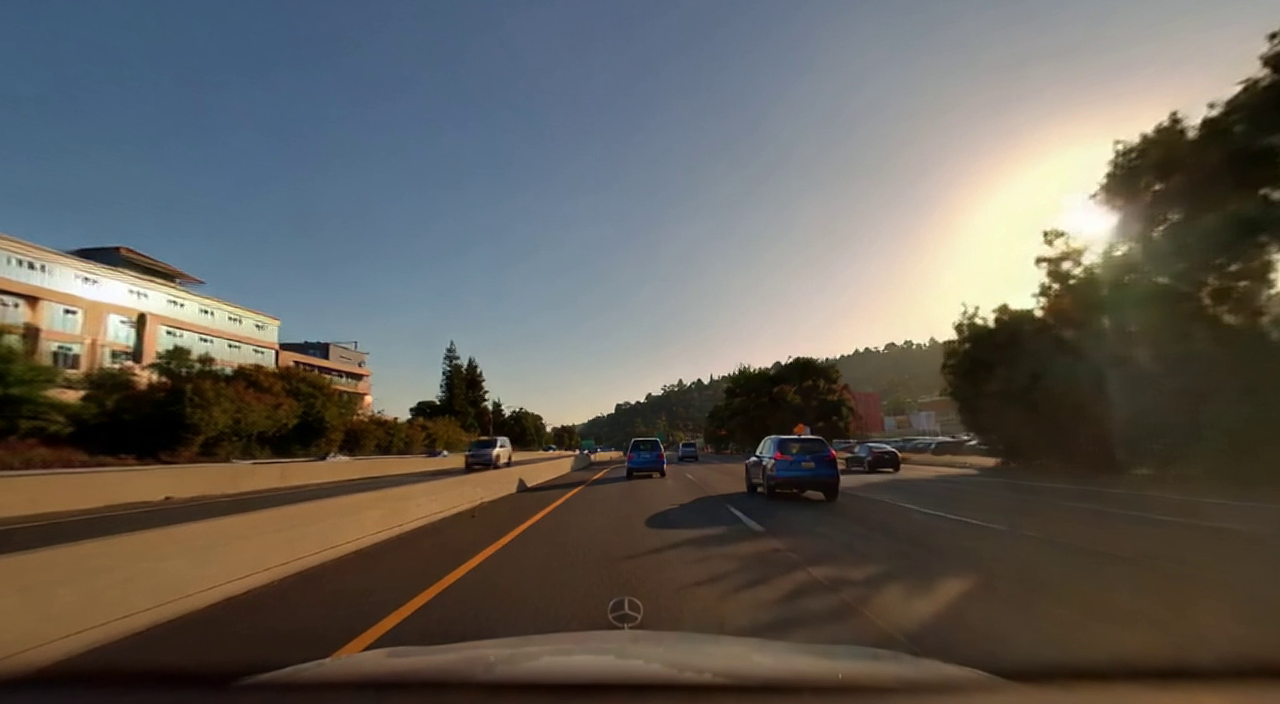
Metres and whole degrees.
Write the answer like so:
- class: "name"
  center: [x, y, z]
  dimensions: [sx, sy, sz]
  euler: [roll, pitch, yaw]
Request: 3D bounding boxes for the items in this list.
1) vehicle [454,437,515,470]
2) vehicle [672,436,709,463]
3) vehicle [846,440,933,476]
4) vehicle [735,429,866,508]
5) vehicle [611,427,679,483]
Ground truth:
- class: "vehicle"
  center: [-10.685, 7.019, 43.954]
  dimensions: [2.614, 2.135, 6.505]
  euler: [0, -8, 0]
- class: "vehicle"
  center: [3.872, 7.630, 49.479]
  dimensions: [2.328, 1.987, 5.440]
  euler: [0, -8, -1]
- class: "vehicle"
  center: [10.955, 4.682, 28.050]
  dimensions: [2.027, 1.446, 4.470]
  euler: [0, -8, 0]
- class: "vehicle"
  center: [3.591, 2.683, 14.969]
  dimensions: [2.042, 1.592, 4.047]
  euler: [0, -8, 0]
- class: "vehicle"
  center: [0.174, 3.832, 23.685]
  dimensions: [2.290, 1.862, 4.454]
  euler: [0, -8, 0]
